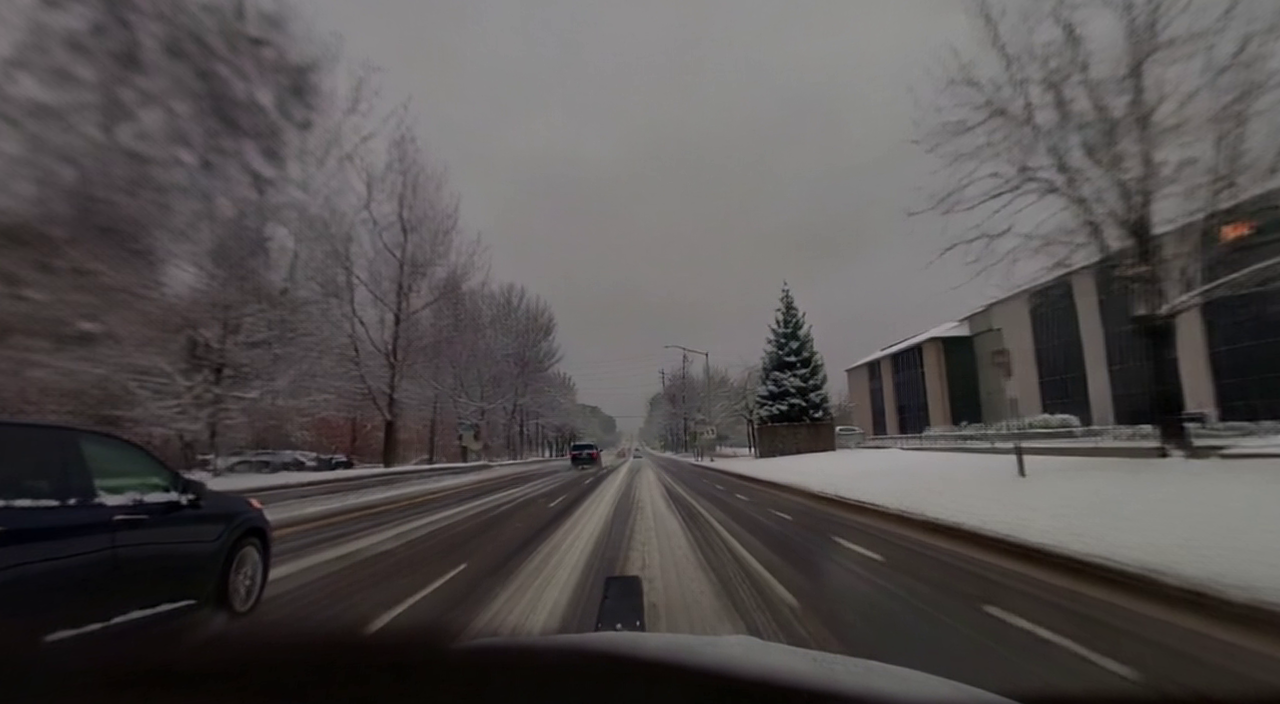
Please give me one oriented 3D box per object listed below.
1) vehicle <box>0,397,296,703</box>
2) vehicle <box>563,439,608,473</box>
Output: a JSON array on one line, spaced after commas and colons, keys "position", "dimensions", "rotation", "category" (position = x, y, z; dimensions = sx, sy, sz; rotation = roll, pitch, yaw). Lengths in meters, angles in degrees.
[{"position": [-3.870, 0.999, 3.029], "dimensions": [1.923, 1.528, 4.309], "rotation": [0, -9, 1], "category": "vehicle"}, {"position": [-3.097, 6.011, 36.571], "dimensions": [2.112, 1.779, 4.489], "rotation": [0, -9, 1], "category": "vehicle"}]
